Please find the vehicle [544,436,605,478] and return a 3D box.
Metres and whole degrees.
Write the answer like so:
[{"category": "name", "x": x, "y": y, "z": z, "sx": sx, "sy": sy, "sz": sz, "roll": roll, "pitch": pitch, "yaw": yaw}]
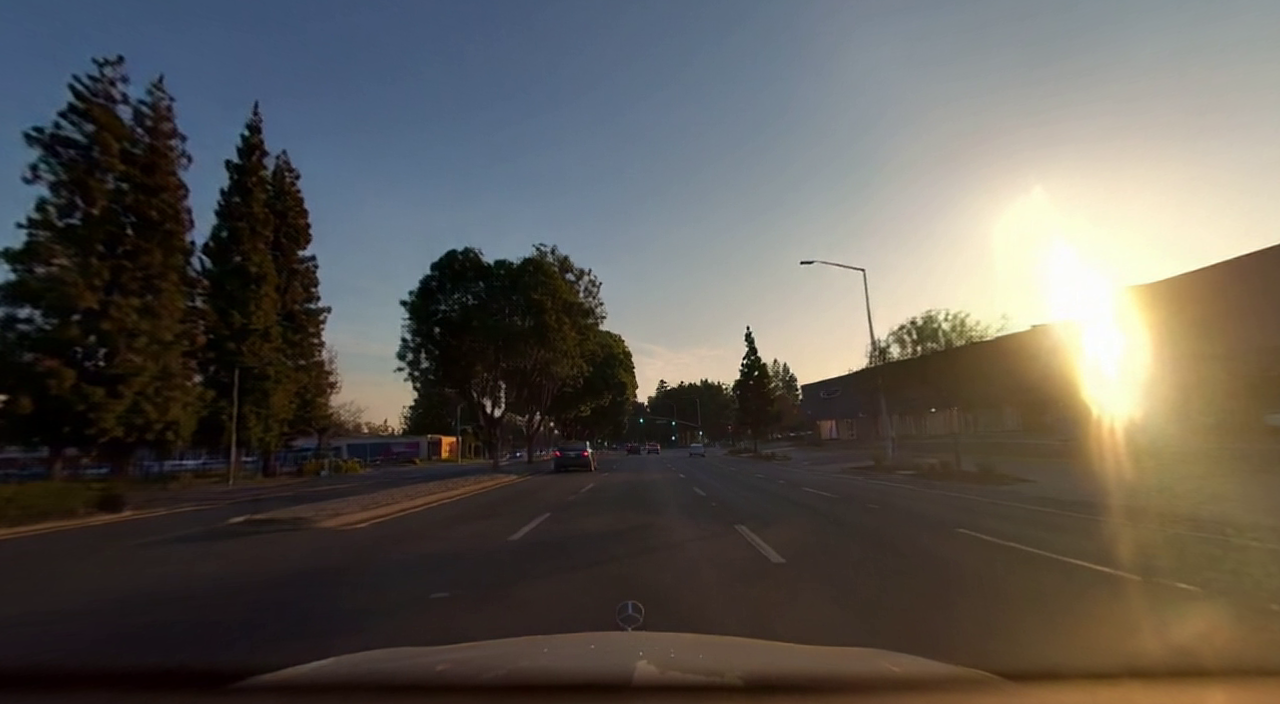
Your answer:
[{"category": "vehicle", "x": -2.744, "y": 4.548, "z": 27.652, "sx": 2.121, "sy": 1.656, "sz": 4.559, "roll": 0, "pitch": -8, "yaw": 1}]
